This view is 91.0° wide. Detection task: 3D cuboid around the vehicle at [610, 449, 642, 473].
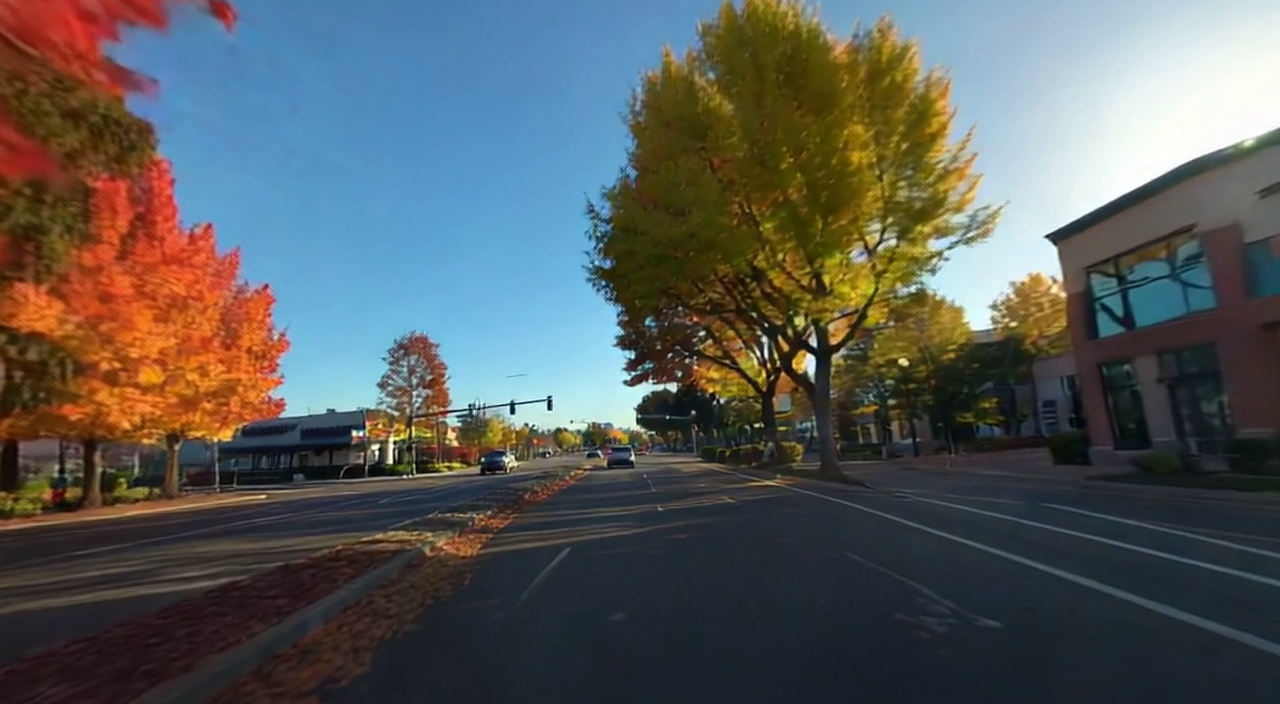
[{"bbox_3d":[-0.883,7.403,43.095,2.018,1.512,4.304,0,-9,1],"label":"vehicle"}]
